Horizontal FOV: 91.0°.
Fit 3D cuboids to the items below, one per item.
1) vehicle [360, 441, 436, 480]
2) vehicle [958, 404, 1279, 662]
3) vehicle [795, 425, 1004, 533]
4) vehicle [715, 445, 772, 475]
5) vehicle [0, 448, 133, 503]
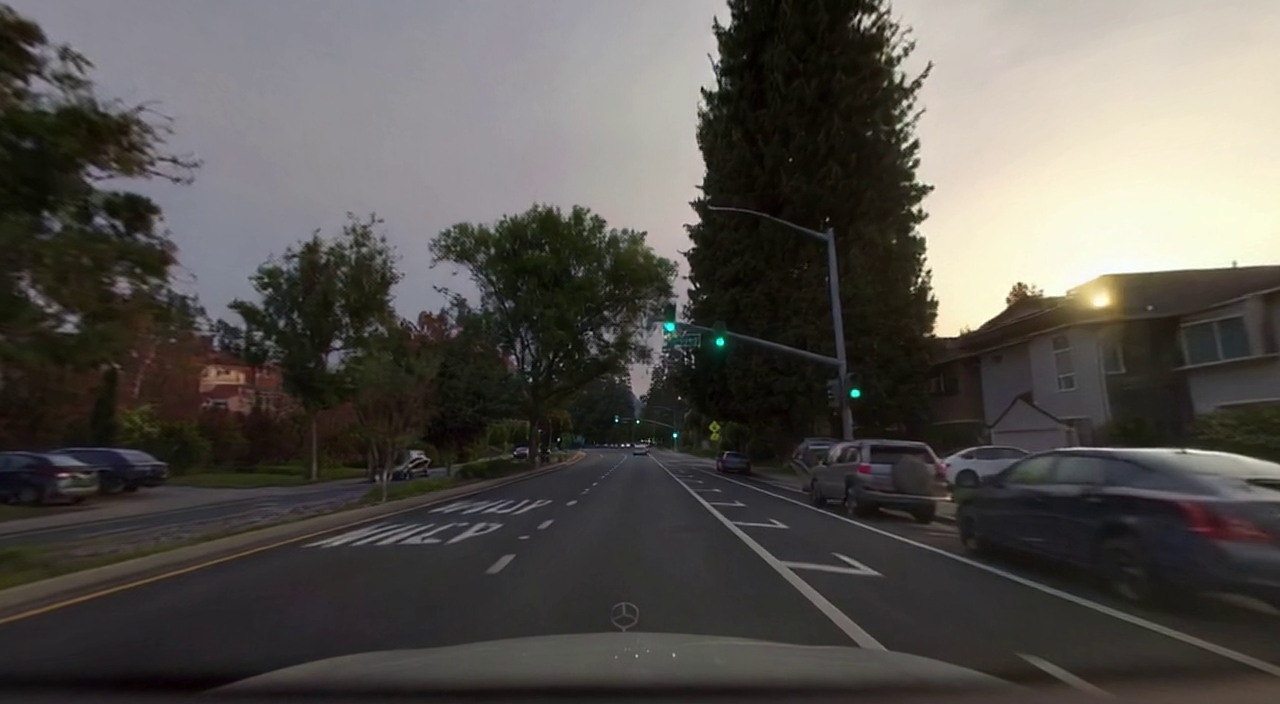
[{"bbox_3d":[-11.928,5.411,31.401,2.061,1.760,4.569,-1,-9,-2],"label":"vehicle"},{"bbox_3d":[5.393,1.516,6.154,2.164,1.729,4.488,0,-9,-1],"label":"vehicle"},{"bbox_3d":[5.186,2.607,13.590,2.171,1.798,5.040,3,-9,-3],"label":"vehicle"},{"bbox_3d":[5.294,5.584,32.800,2.002,1.461,4.673,1,-9,-2],"label":"vehicle"},{"bbox_3d":[-17.692,3.519,18.137,4.349,1.457,1.997,0,-9,0],"label":"vehicle"}]
